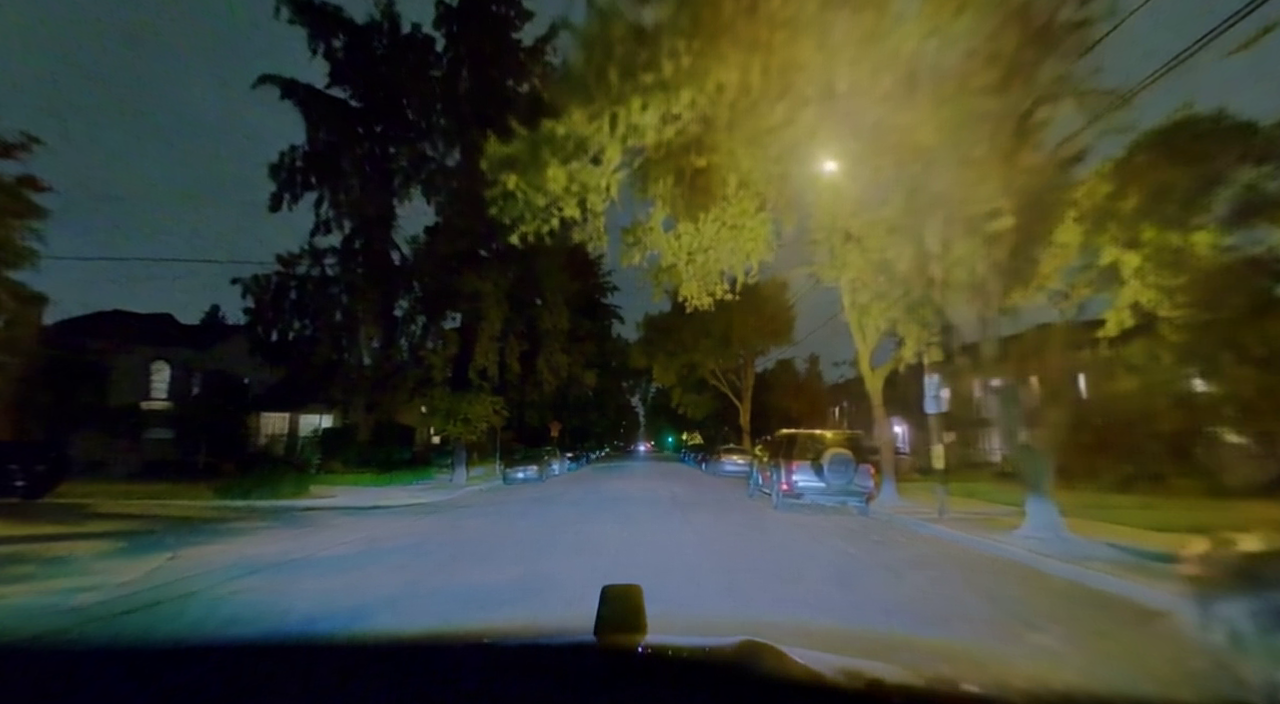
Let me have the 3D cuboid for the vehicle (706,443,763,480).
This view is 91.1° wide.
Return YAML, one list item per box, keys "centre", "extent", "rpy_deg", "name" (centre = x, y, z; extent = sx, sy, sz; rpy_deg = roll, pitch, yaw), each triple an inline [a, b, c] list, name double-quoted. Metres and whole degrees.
- centre: [4.125, 4.854, 28.152]
  extent: [1.862, 1.525, 4.421]
  rpy_deg: [0, -8, 0]
  name: "vehicle"

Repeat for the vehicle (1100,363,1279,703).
- centre: [3.885, 0.787, 1.490]
  extent: [2.077, 1.788, 4.480]
  rpy_deg: [2, -9, -2]
  name: "vehicle"

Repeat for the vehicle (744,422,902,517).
- centre: [4.121, 2.748, 15.284]
  extent: [2.215, 1.897, 5.131]
  rpy_deg: [0, -9, -1]
  name: "vehicle"

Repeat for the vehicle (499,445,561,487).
- centre: [-4.449, 4.633, 25.937]
  extent: [1.870, 1.562, 4.212]
  rpy_deg: [0, -8, -1]
  name: "vehicle"
